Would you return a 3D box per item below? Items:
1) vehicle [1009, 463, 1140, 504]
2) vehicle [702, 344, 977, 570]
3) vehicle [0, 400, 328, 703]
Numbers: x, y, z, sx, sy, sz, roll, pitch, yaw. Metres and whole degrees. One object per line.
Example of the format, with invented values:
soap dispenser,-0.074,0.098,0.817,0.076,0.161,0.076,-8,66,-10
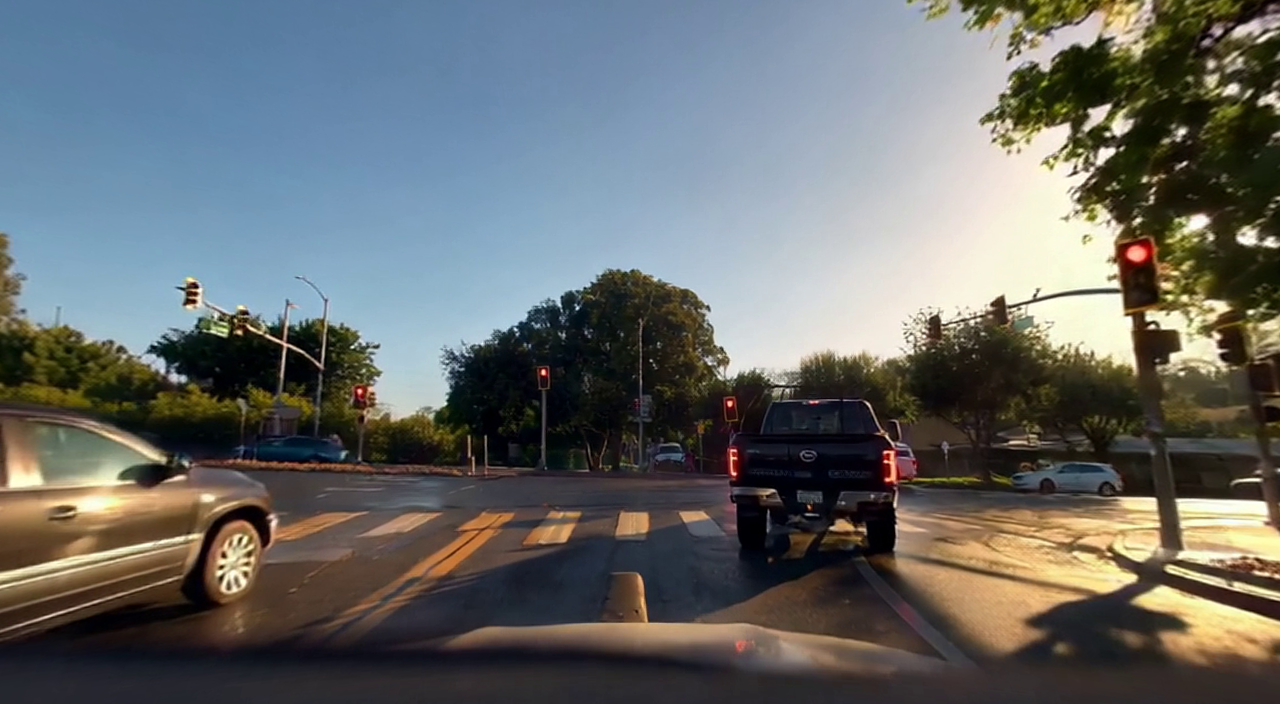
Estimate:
vehicle,19.588,5.935,28.557,4.356,1.498,1.957,-3,-8,3
vehicle,2.707,1.563,9.942,2.851,2.400,5.978,-1,-9,11
vehicle,-3.982,1.096,3.770,1.913,1.491,4.547,0,-8,-1
